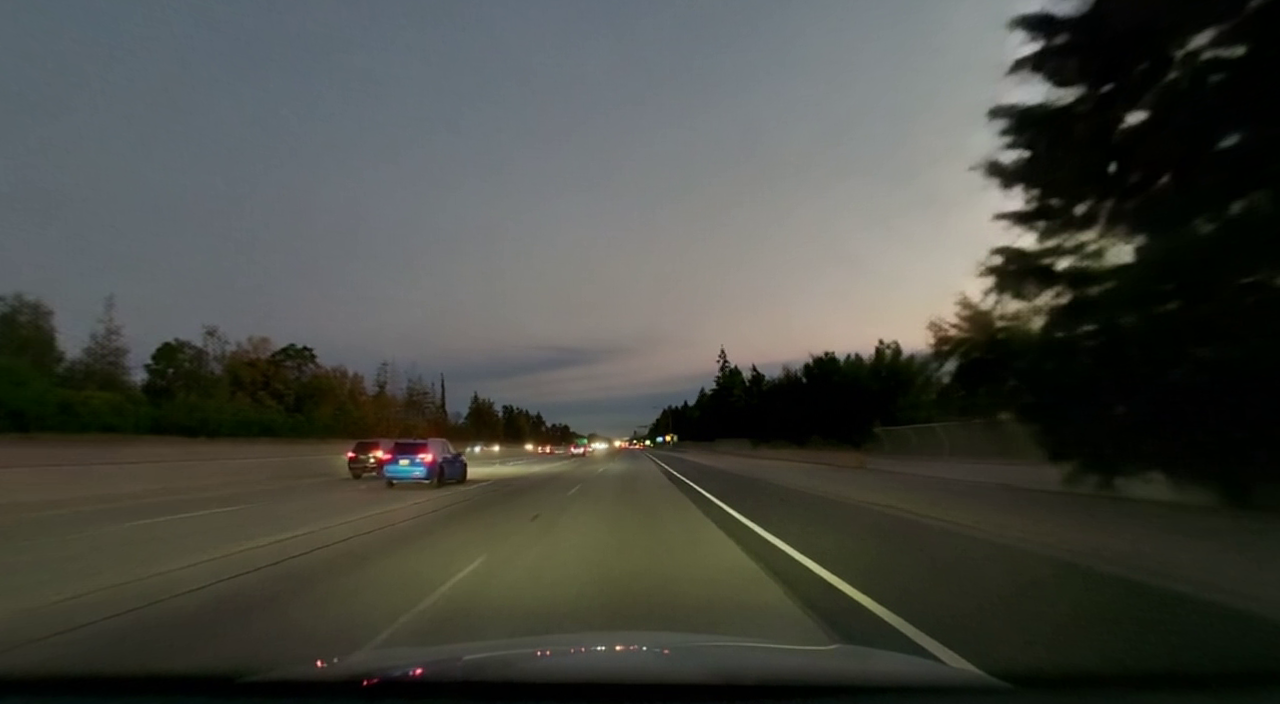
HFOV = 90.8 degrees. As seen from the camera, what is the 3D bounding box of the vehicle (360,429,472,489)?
[{"bbox_3d":[-7.369,3.578,21.356,2.146,1.766,4.502,0,-9,0],"label":"vehicle"}]
